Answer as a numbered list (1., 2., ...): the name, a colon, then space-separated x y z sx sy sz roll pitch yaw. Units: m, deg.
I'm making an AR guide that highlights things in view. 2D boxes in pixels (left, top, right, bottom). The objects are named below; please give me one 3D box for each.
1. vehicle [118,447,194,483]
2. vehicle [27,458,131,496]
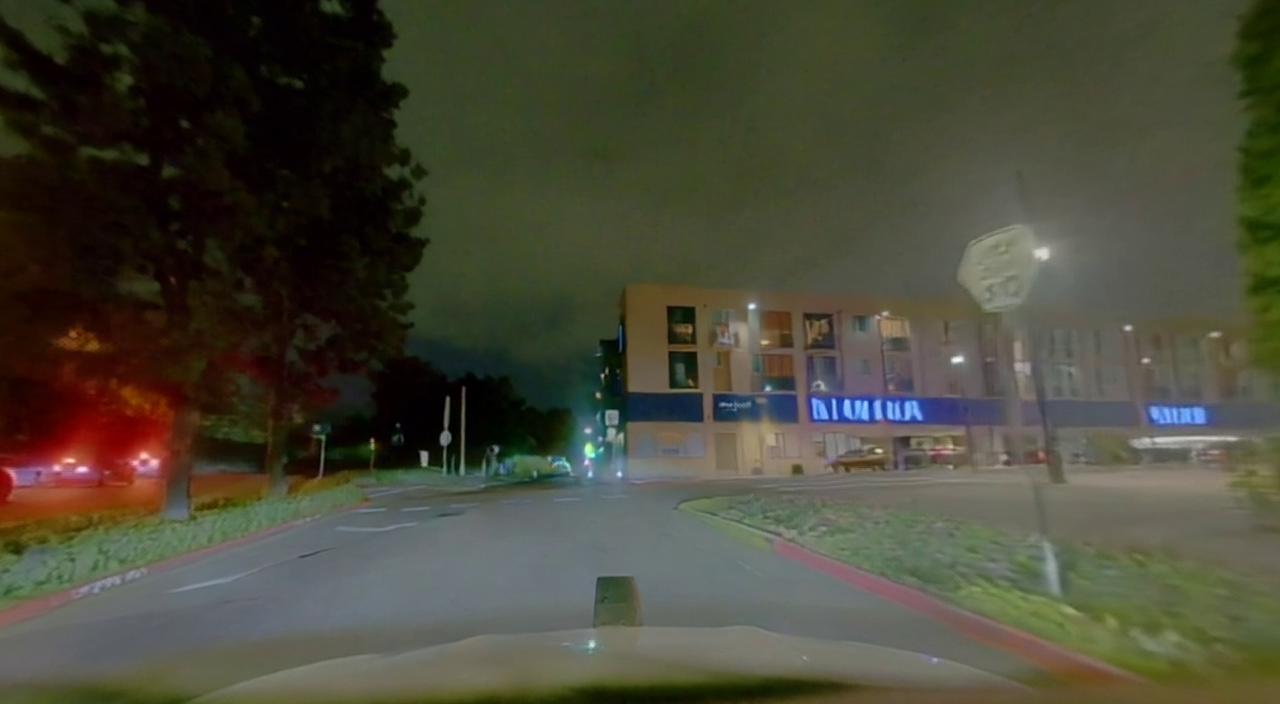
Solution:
1. vehicle: -29.667 6.912 38.745 1.870 1.563 4.039 13 -8 -11
2. vehicle: -25.883 5.792 29.221 1.675 1.587 3.980 0 -11 -11
